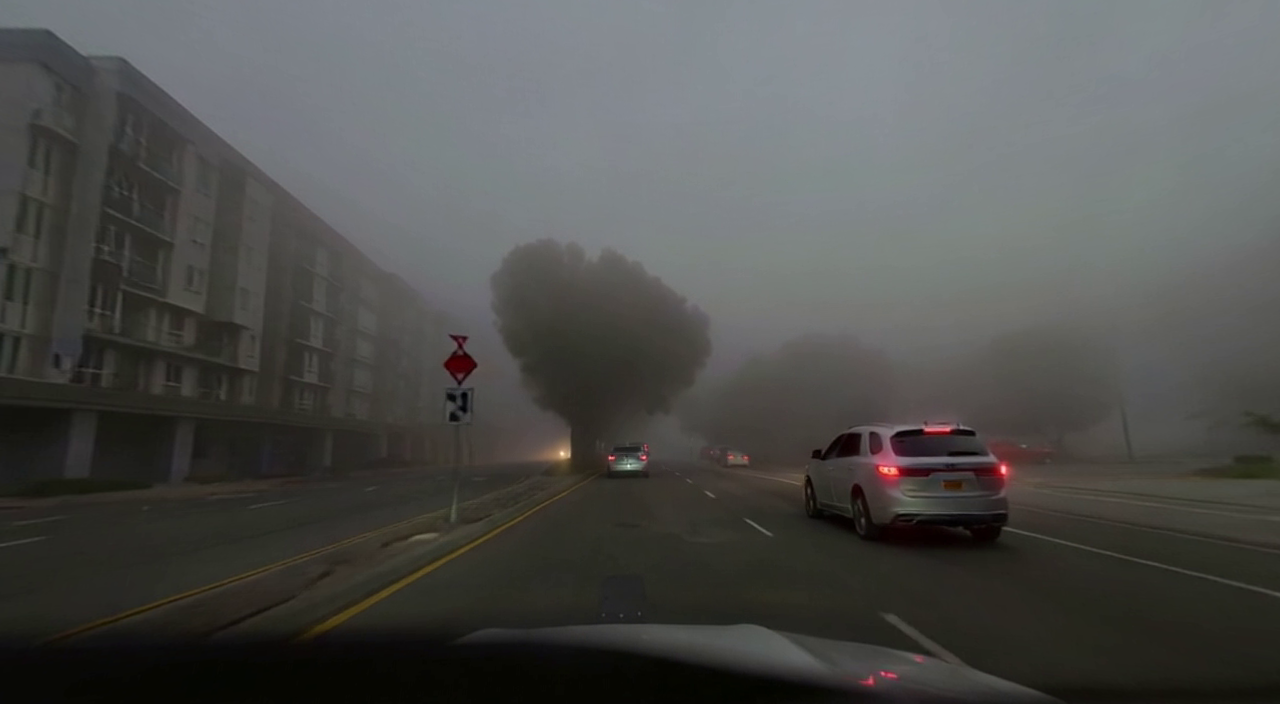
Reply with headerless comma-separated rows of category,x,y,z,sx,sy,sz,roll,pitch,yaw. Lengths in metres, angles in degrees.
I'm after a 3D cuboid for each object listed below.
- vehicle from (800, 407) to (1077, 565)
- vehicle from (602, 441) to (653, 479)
vehicle,3.810,1.783,9.048,1.949,1.723,4.020,0,-9,0
vehicle,-0.457,4.520,26.617,2.006,1.487,3.535,0,-9,1
